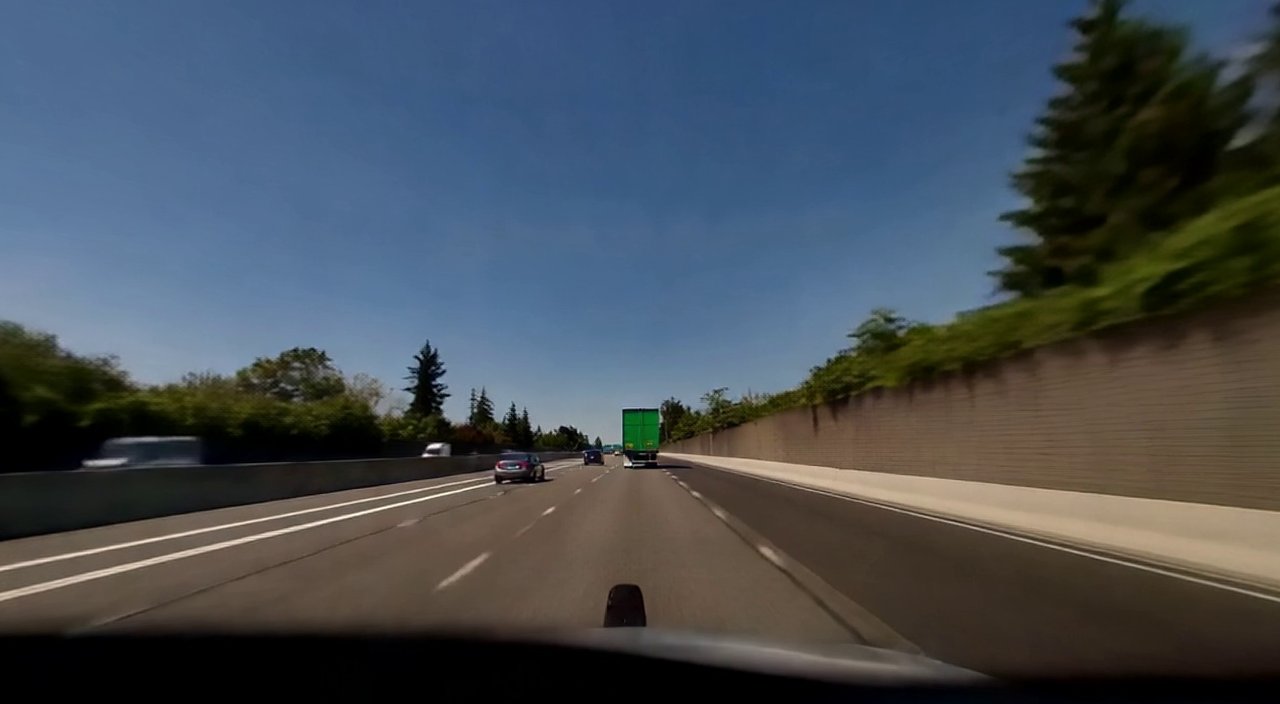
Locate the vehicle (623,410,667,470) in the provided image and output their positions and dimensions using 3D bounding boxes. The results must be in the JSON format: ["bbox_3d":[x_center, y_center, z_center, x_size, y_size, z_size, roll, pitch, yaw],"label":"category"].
[{"bbox_3d":[0.418,6.713,47.799,2.980,4.051,10.359,0,-9,1],"label":"vehicle"}]

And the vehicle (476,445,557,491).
[{"bbox_3d":[-4.407,4.192,23.219,1.977,1.478,4.702,0,-9,0],"label":"vehicle"}]
